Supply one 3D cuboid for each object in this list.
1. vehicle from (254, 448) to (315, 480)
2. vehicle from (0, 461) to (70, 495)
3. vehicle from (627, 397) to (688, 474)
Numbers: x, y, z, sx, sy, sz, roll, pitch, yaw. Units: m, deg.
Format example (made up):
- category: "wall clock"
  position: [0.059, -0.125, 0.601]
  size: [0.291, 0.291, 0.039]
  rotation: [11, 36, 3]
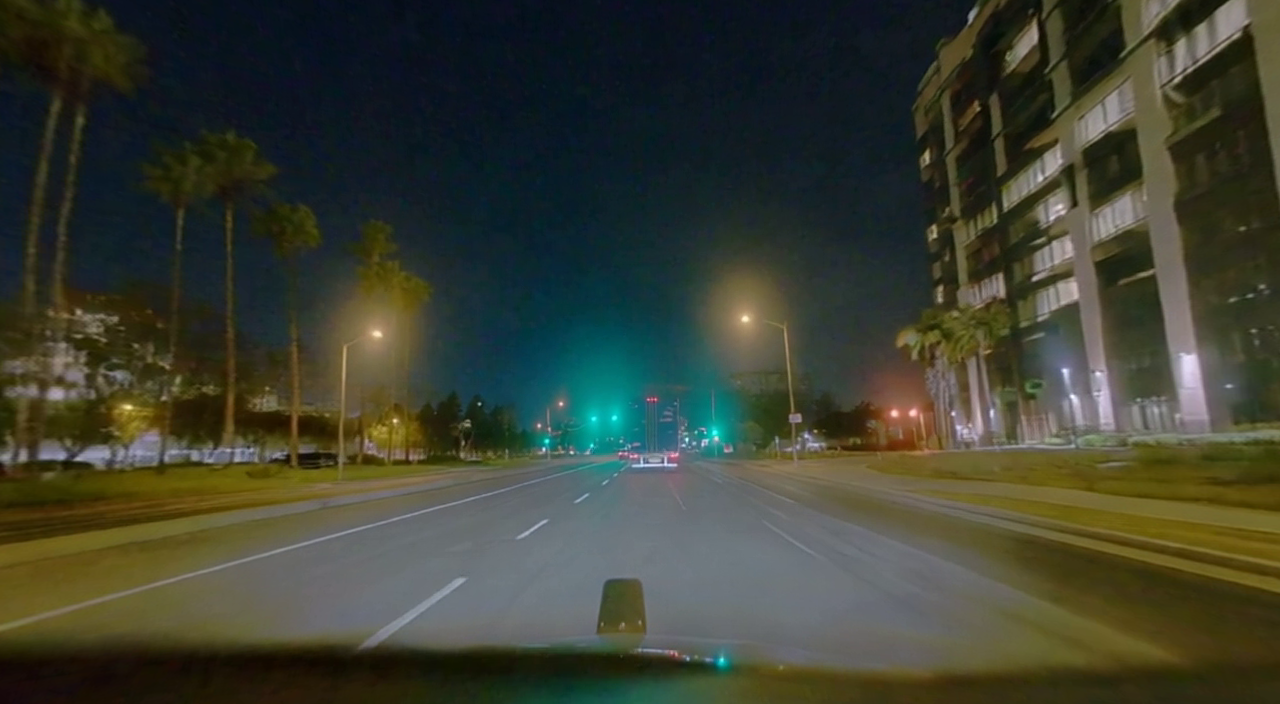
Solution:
- category: "vehicle"
  position: [-24.723, 7.801, 43.835]
  size: [1.715, 2.103, 3.719]
  rotation: [-1, -9, 7]
- category: "vehicle"
  position: [-33.756, 6.828, 33.895]
  size: [4.128, 1.603, 1.853]
  rotation: [-3, -9, 1]
- category: "vehicle"
  position: [0.780, 5.170, 38.212]
  size: [2.992, 3.949, 11.815]
  rotation: [0, -9, -2]
